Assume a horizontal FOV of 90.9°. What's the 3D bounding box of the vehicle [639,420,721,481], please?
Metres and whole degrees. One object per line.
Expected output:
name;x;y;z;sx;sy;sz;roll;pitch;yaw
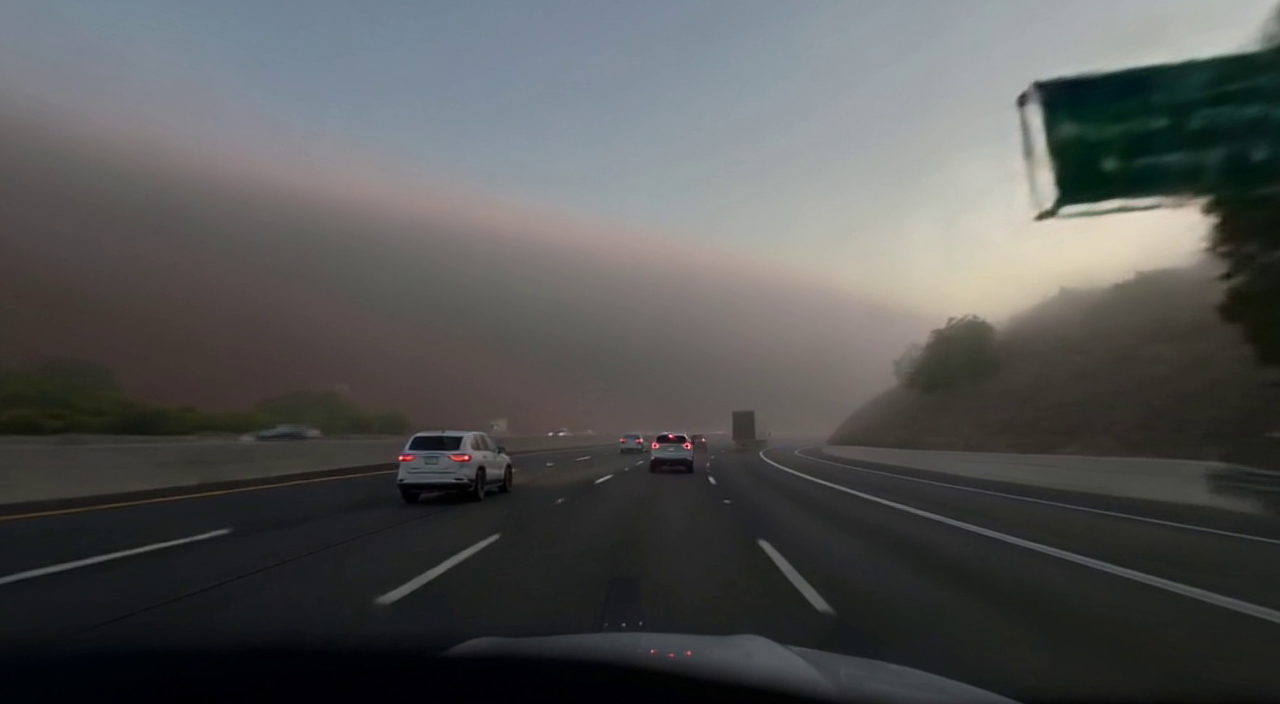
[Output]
vehicle;1.365;3.333;21.497;2.484;1.820;4.497;-1;-8;4

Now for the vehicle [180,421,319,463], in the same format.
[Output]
vehicle;-16.478;3.881;27.031;2.331;1.599;5.196;-1;-8;5

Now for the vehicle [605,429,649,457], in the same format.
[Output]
vehicle;-0.754;5.907;40.952;2.194;1.702;4.305;-1;-8;8

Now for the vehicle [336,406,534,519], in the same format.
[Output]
vehicle;-3.517;2.015;11.919;2.077;1.712;4.406;-1;-8;3
